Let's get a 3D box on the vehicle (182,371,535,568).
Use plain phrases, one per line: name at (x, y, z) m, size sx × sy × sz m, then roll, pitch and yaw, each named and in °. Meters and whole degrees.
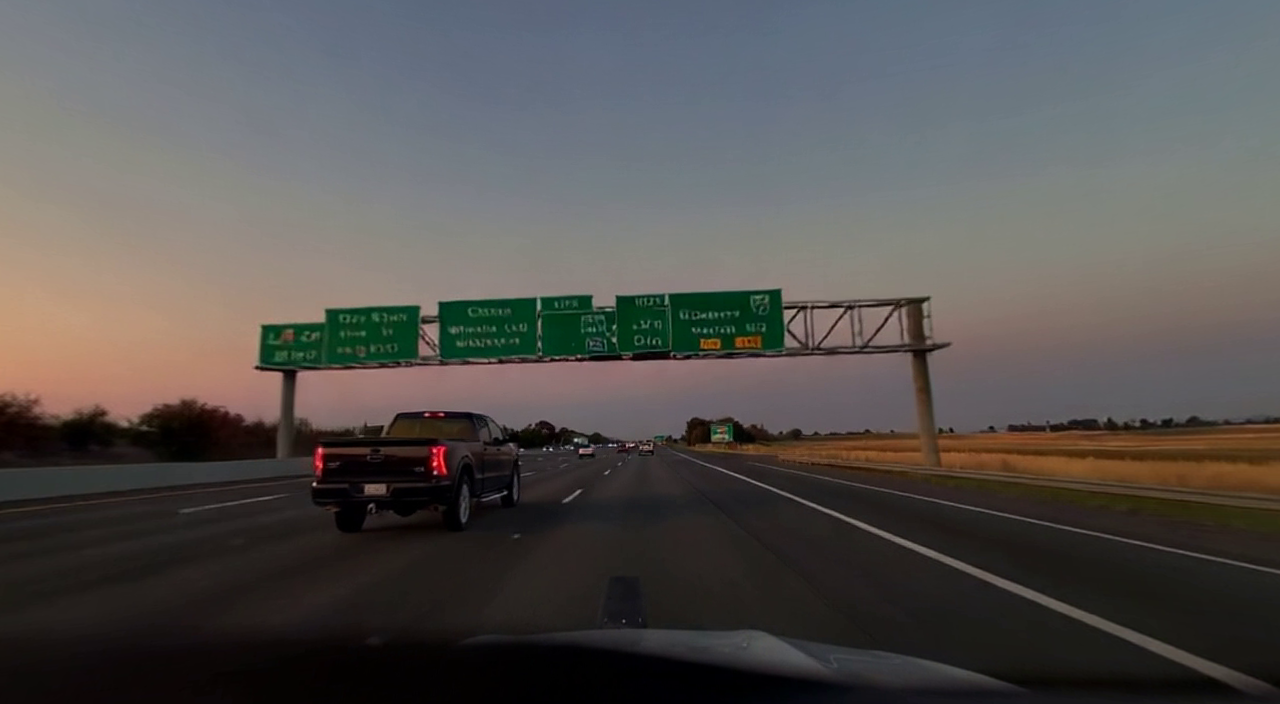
vehicle at (-3.501, 1.683, 9.807) m, size 2.601 × 2.084 × 6.068 m, roll 0°, pitch -8°, yaw 1°
